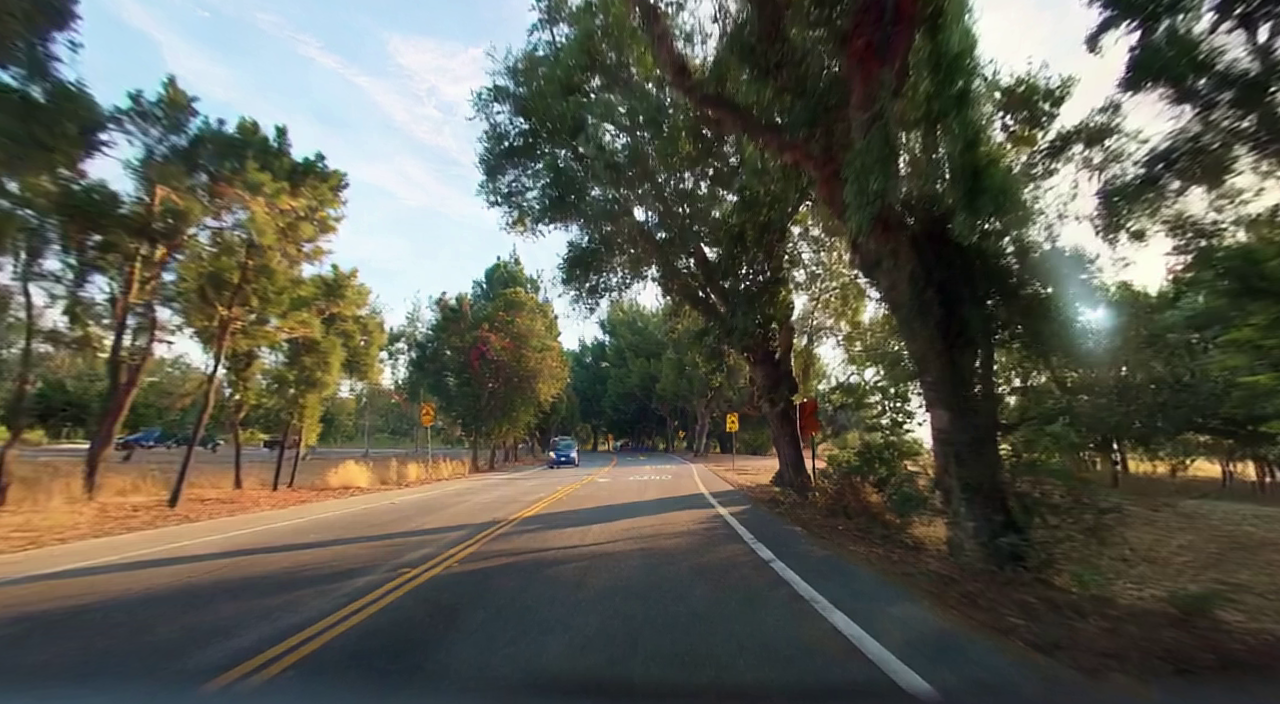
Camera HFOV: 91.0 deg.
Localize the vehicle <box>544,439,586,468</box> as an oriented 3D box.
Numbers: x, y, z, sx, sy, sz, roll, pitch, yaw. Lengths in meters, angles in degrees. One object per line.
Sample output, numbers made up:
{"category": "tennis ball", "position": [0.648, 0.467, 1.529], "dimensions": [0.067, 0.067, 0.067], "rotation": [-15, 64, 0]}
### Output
{"category": "vehicle", "position": [-5.121, 7.033, 43.872], "dimensions": [2.394, 1.900, 5.863], "rotation": [0, -8, -2]}
